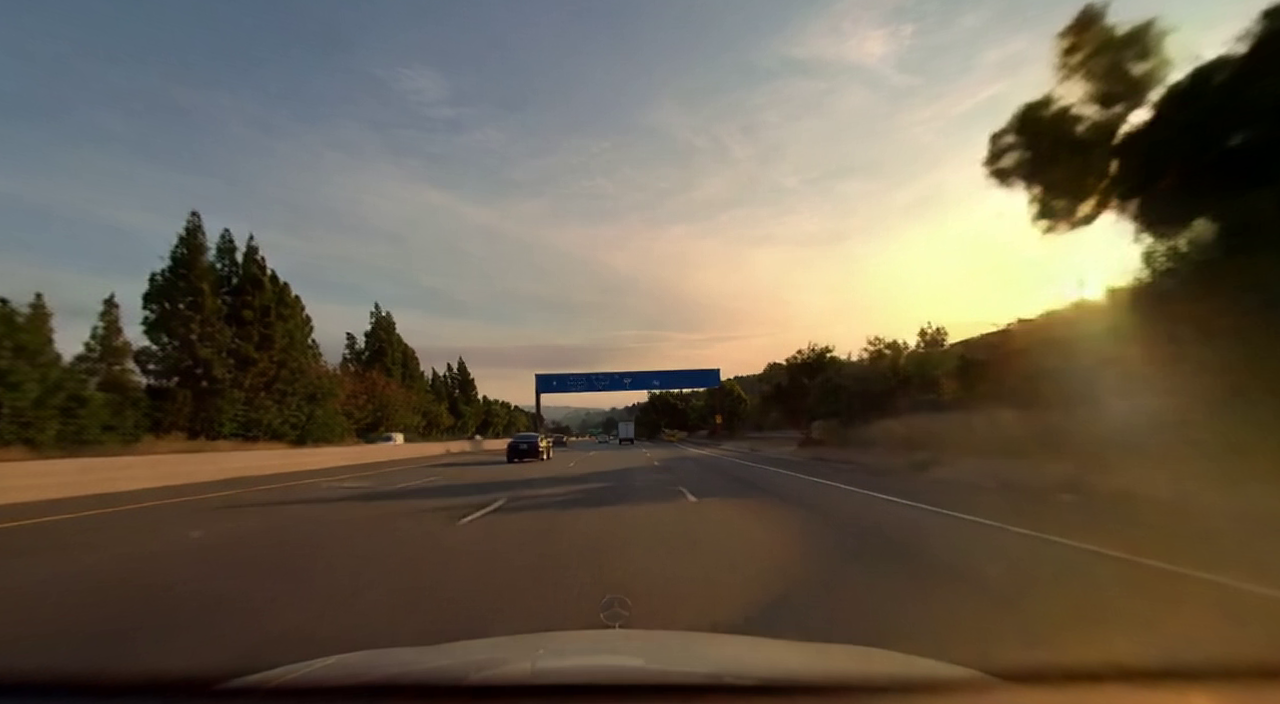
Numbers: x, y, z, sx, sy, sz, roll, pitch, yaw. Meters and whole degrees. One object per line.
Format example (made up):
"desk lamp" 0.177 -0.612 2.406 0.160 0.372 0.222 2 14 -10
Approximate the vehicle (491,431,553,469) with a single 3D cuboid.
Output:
"vehicle" -4.892 4.090 26.630 1.912 1.495 3.703 0 -7 -1
